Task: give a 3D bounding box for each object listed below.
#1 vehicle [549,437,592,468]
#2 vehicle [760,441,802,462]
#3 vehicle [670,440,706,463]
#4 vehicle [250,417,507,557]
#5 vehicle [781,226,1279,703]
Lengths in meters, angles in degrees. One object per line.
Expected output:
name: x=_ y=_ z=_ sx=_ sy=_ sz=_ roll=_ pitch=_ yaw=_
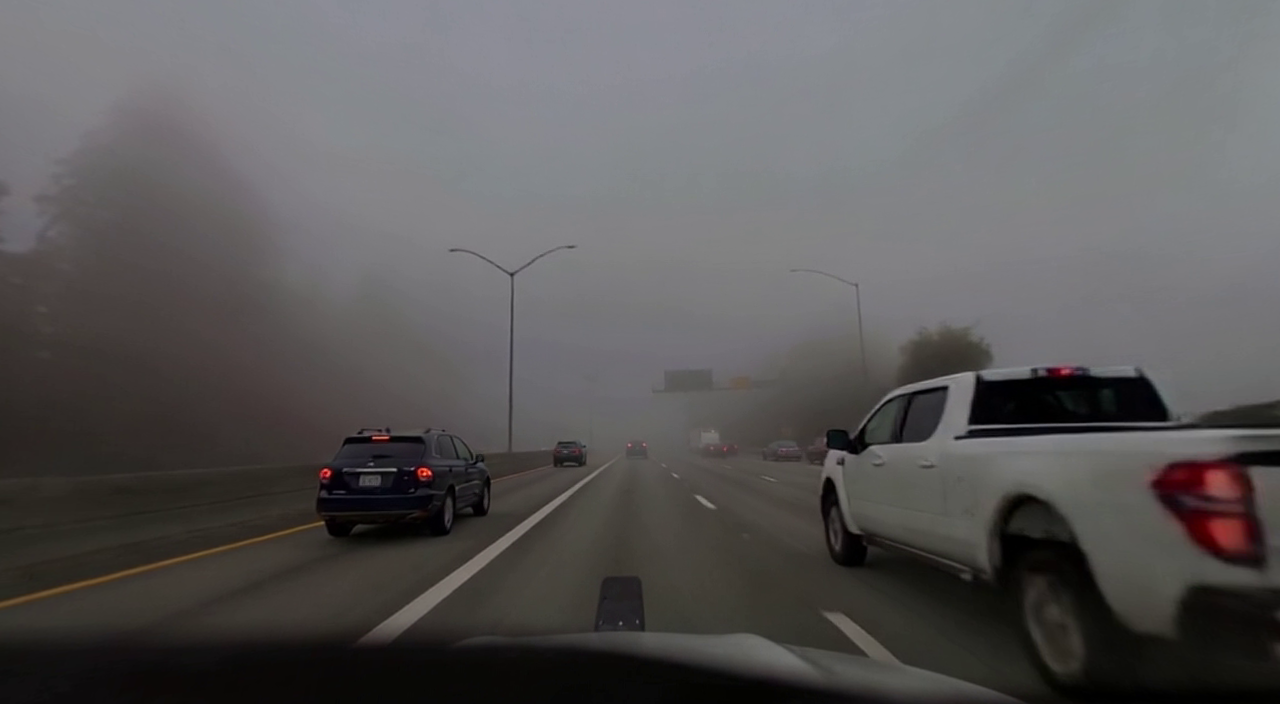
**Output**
vehicle: x=-3.954 y=5.796 z=36.540 sx=1.992 sy=1.651 sz=4.185 roll=0 pitch=-8 yaw=0
vehicle: x=9.784 y=6.935 z=44.087 sx=1.910 sy=1.384 sz=3.867 roll=0 pitch=-8 yaw=-1
vehicle: x=3.256 y=6.848 z=43.648 sx=2.007 sy=1.469 sz=4.337 roll=0 pitch=-8 yaw=-2
vehicle: x=-3.581 y=1.928 z=9.766 sx=2.119 sy=1.654 sz=4.353 roll=0 pitch=-8 yaw=0
vehicle: x=2.778 y=0.966 z=4.486 sx=2.200 sy=1.870 sz=5.649 roll=0 pitch=-8 yaw=0
